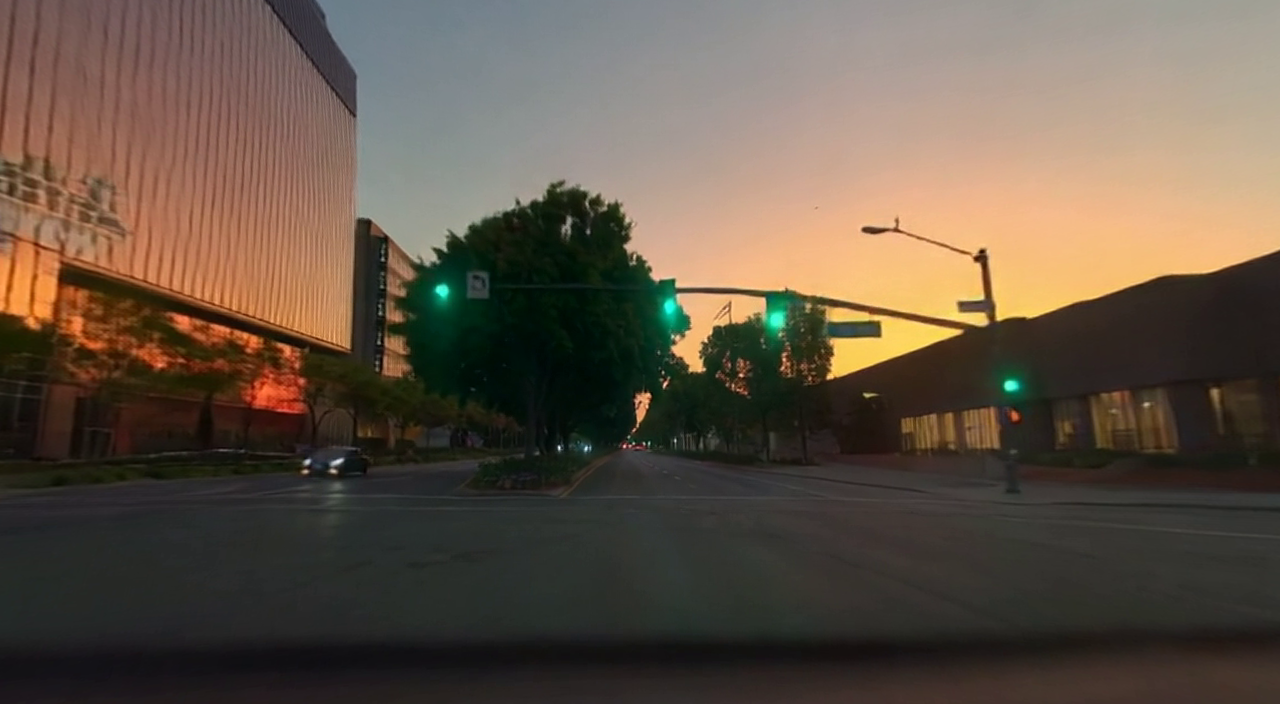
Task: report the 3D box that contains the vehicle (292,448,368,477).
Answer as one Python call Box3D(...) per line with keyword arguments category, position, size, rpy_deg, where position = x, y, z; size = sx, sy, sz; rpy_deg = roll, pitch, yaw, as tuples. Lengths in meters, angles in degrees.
Box3D(category="vehicle", position=(-16.782, 5.984, 34.491), size=(1.924, 1.434, 4.456), rpy_deg=(0, -9, -1))
